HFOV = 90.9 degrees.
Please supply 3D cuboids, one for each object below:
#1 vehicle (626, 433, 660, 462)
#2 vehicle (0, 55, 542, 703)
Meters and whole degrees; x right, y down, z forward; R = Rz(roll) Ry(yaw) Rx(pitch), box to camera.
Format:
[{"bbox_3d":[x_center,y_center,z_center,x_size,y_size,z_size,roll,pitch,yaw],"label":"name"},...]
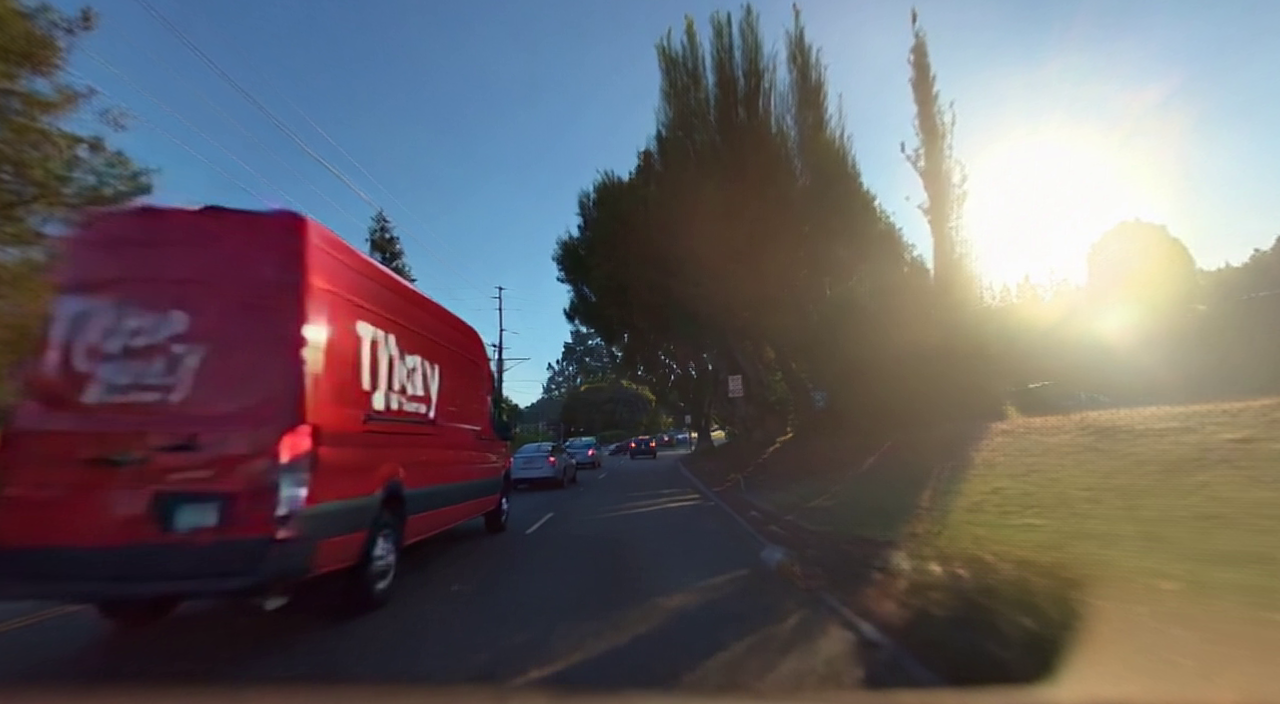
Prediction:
[{"bbox_3d":[0.273,6.653,44.203,2.241,1.912,4.095,0,-8,2],"label":"vehicle"},{"bbox_3d":[-3.356,0.811,7.331,2.818,3.181,9.114,0,-8,1],"label":"vehicle"}]
